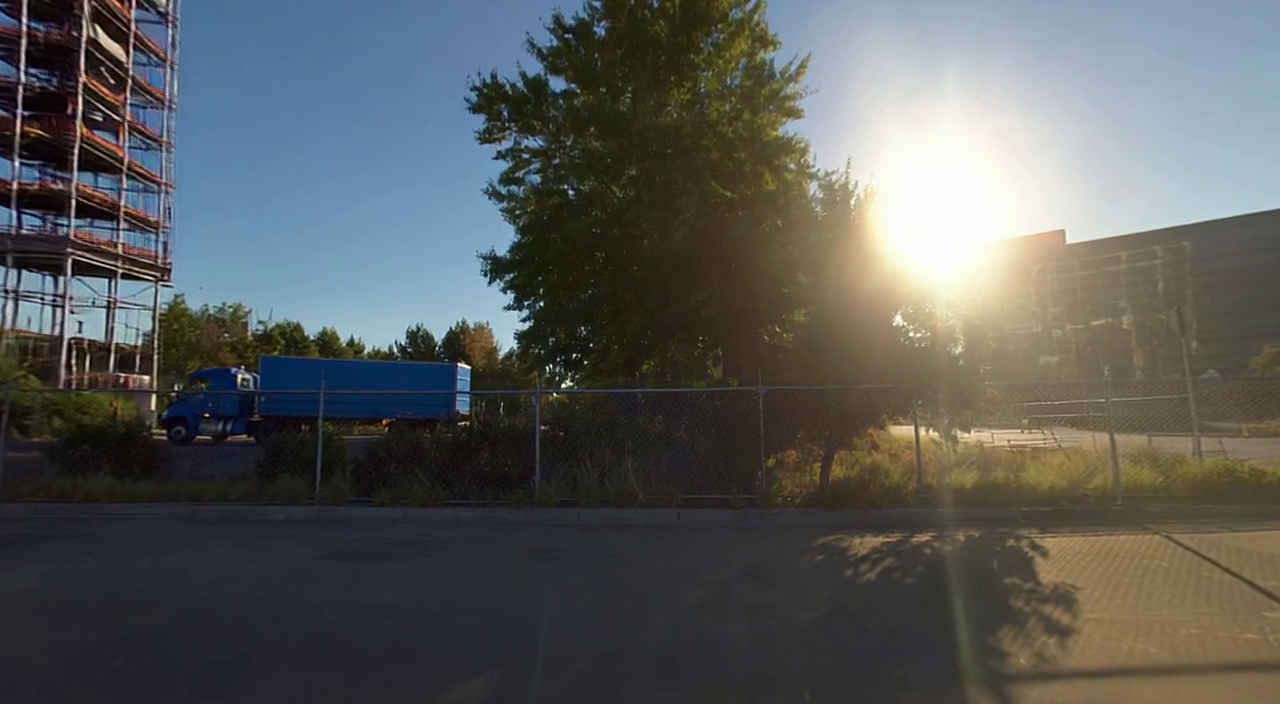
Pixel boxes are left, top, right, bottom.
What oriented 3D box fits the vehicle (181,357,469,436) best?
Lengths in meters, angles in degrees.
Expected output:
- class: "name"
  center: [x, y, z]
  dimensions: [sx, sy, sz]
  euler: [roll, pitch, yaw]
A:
- class: "vehicle"
  center: [-17.056, 2.623, 35.316]
  dimensions: [14.067, 4.099, 2.832]
  euler: [1, -9, -7]
